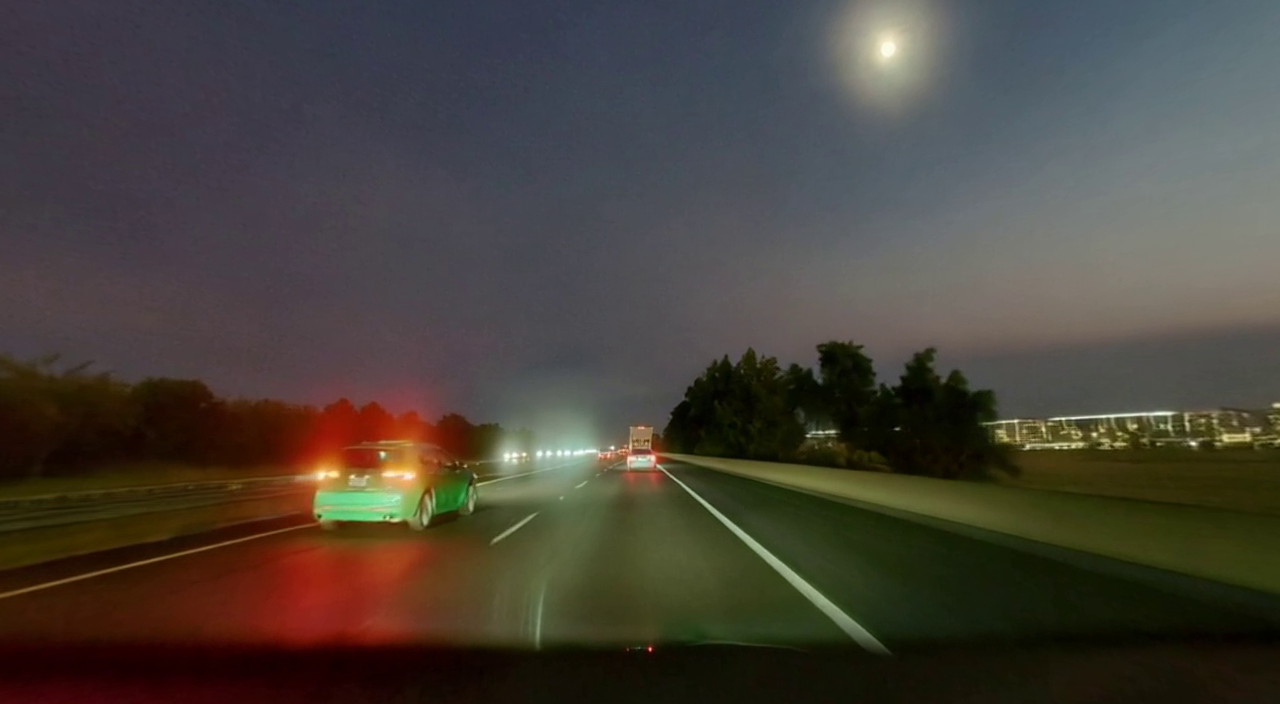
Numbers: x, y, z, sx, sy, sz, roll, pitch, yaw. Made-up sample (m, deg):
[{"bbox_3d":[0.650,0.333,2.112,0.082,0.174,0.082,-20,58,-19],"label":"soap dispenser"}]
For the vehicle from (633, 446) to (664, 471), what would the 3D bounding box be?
[{"bbox_3d":[0.542,7.190,42.906,1.992,1.593,3.937,0,-9,-1],"label":"vehicle"}]

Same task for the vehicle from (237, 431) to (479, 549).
[{"bbox_3d":[-4.253,2.147,10.417,2.172,1.548,3.953,0,-9,0],"label":"vehicle"}]
